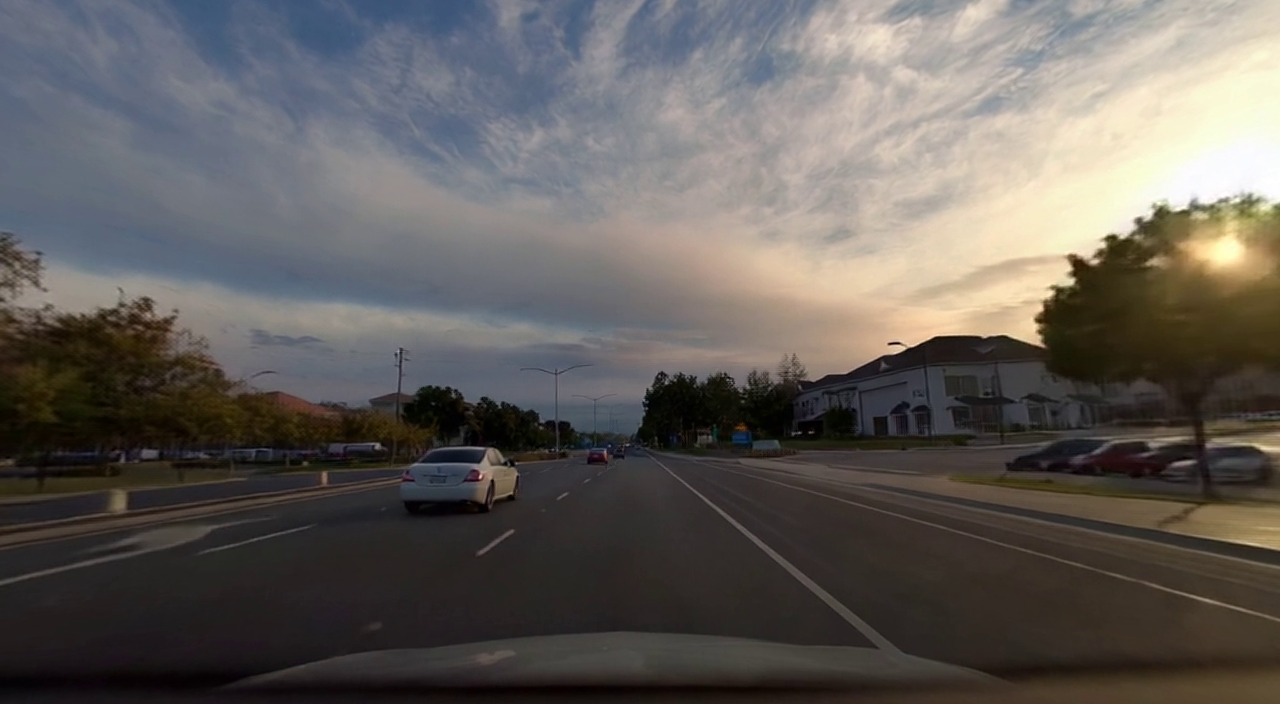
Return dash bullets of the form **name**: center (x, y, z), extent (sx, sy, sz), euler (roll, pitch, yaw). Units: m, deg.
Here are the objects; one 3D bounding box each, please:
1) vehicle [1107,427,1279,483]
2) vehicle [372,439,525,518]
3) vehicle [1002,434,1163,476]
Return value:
- **vehicle**: center (16.084, 2.899, 17.869), extent (4.197, 1.466, 1.930), euler (0, -9, -2)
- **vehicle**: center (-4.009, 2.709, 14.134), extent (2.003, 1.454, 4.484), euler (0, -9, 0)
- **vehicle**: center (16.266, 3.810, 23.427), extent (4.429, 1.459, 1.967), euler (0, -9, 2)
